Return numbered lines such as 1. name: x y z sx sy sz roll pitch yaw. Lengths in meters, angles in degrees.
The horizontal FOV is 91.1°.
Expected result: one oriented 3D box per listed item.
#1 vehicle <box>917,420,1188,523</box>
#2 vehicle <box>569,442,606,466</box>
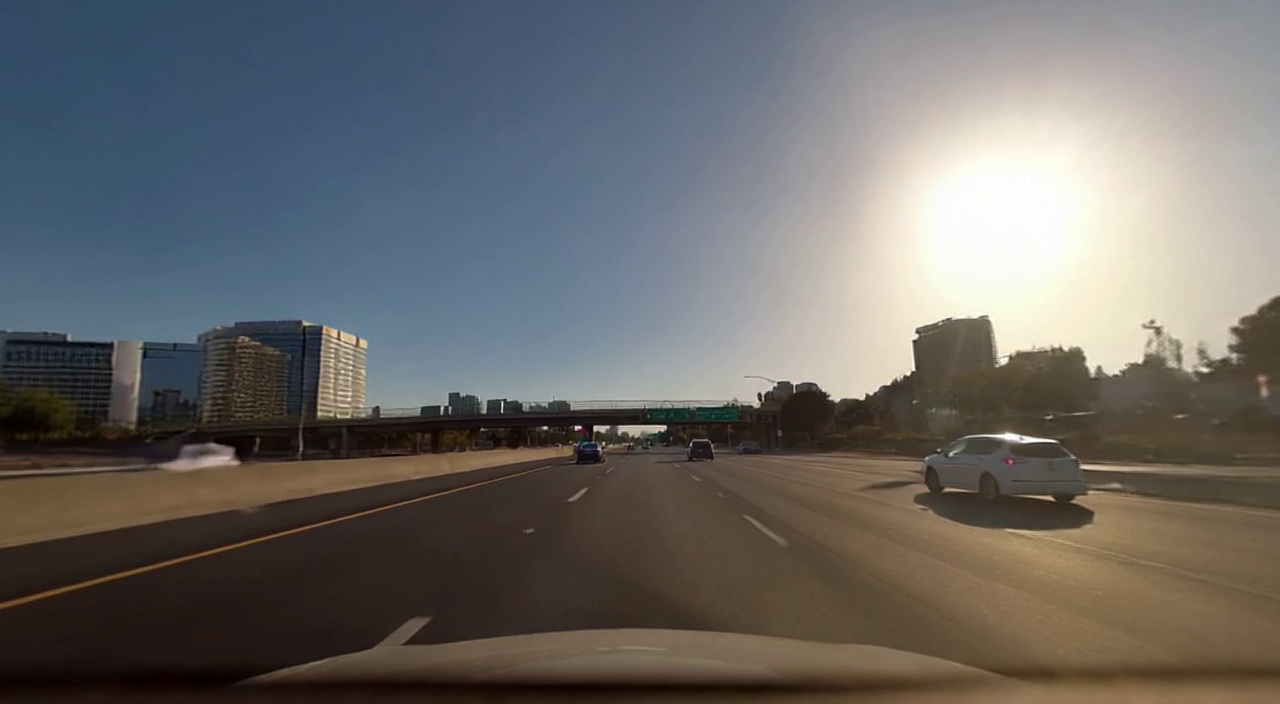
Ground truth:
1. vehicle: 7.562 2.243 12.335 2.032 1.601 4.863 0 -8 0
2. vehicle: -3.479 6.875 42.538 2.055 1.533 4.604 0 -8 1
